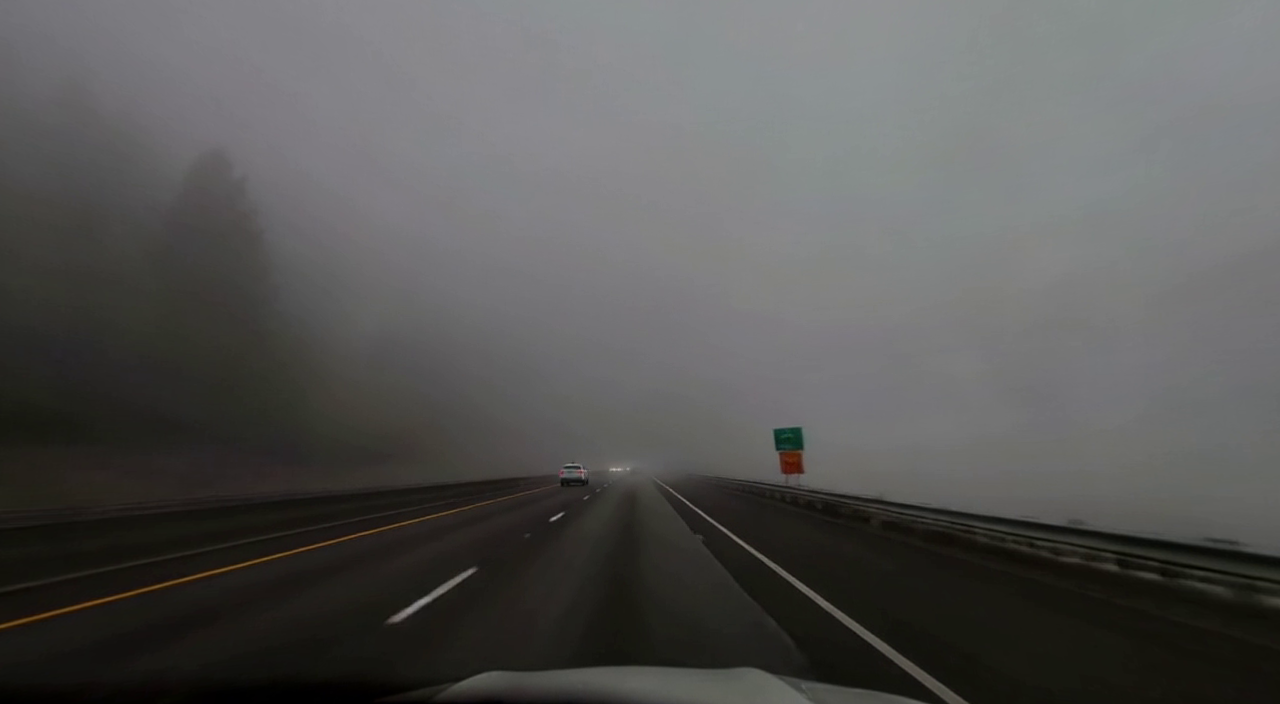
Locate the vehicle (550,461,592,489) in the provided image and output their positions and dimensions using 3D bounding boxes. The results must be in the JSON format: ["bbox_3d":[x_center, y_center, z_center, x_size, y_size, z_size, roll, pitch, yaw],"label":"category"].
[{"bbox_3d":[-4.379,7.906,40.615,2.180,1.618,4.219,1,-10,0],"label":"vehicle"}]
